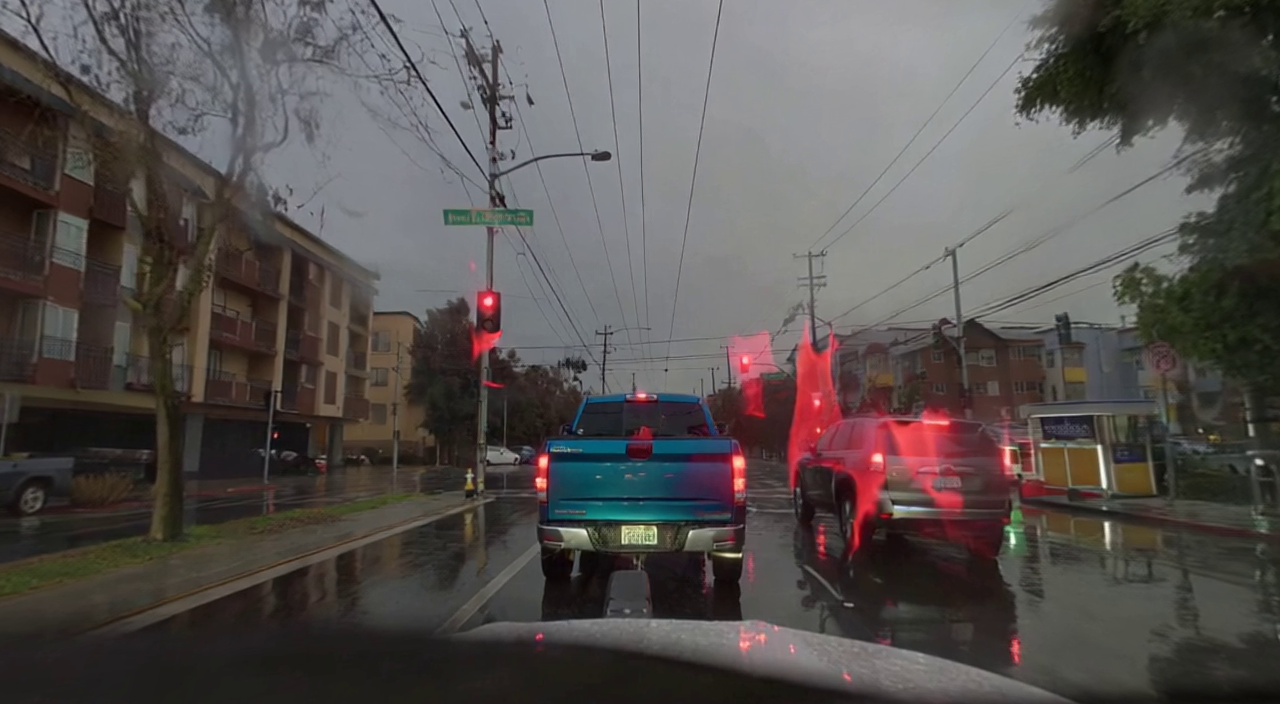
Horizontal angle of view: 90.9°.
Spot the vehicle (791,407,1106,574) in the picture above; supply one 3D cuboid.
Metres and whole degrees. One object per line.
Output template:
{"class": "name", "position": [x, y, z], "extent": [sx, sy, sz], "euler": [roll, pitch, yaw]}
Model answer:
{"class": "vehicle", "position": [3.860, 1.827, 9.146], "extent": [2.131, 1.759, 4.762], "euler": [0, -8, 0]}

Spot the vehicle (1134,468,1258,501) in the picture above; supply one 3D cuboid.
{"class": "vehicle", "position": [26.379, 6.288, 30.002], "extent": [4.071, 1.388, 1.884], "euler": [0, -8, 1]}

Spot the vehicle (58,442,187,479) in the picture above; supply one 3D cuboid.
{"class": "vehicle", "position": [-24.851, 5.193, 30.374], "extent": [4.563, 1.692, 1.778], "euler": [0, -8, -1]}

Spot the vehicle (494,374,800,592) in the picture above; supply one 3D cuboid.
{"class": "vehicle", "position": [0.096, 1.548, 8.301], "extent": [2.738, 1.959, 5.070], "euler": [0, -8, 1]}
